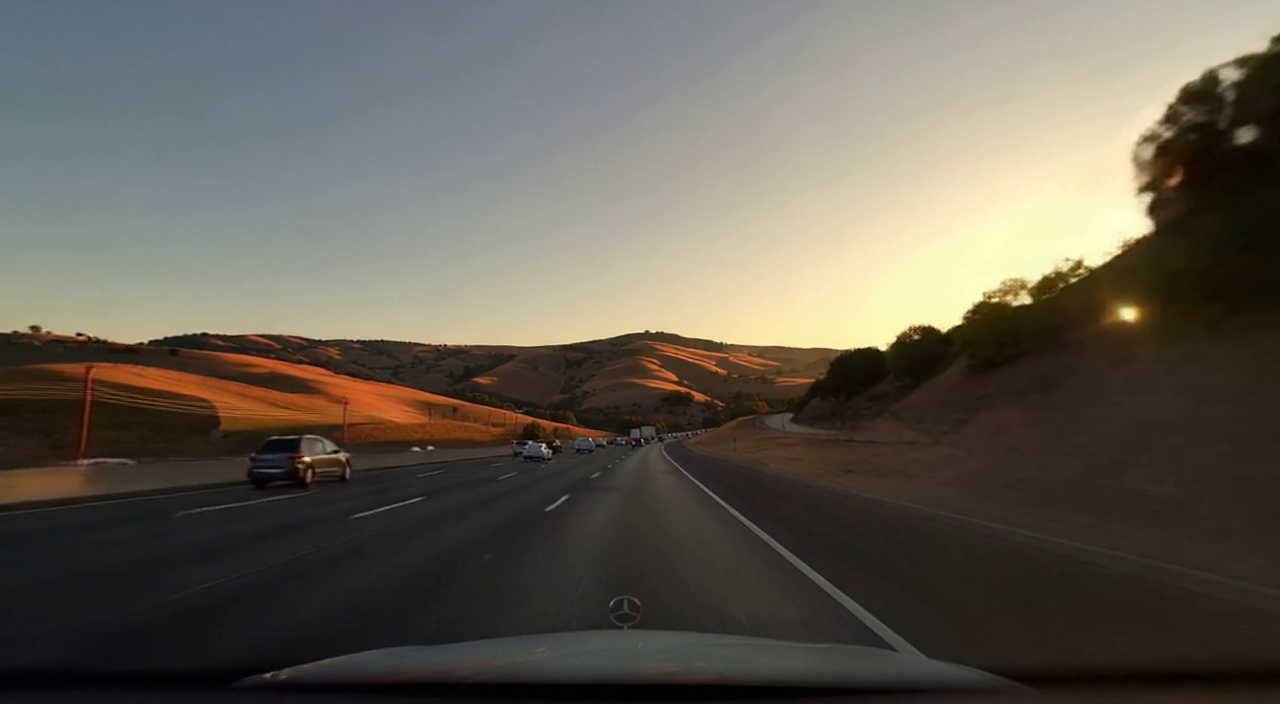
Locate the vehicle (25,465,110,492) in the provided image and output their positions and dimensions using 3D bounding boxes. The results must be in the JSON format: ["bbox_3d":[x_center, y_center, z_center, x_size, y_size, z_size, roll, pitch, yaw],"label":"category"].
[{"bbox_3d":[-36.424,8.031,40.264,1.735,1.454,3.873,0,-8,1],"label":"vehicle"}]

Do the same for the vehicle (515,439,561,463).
[{"bbox_3d":[-6.584,6.427,41.164,2.107,1.484,4.449,0,-8,2],"label":"vehicle"}]

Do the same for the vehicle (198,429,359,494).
[{"bbox_3d":[-10.640,3.240,19.048,2.122,1.695,4.437,0,-8,1],"label":"vehicle"}]
